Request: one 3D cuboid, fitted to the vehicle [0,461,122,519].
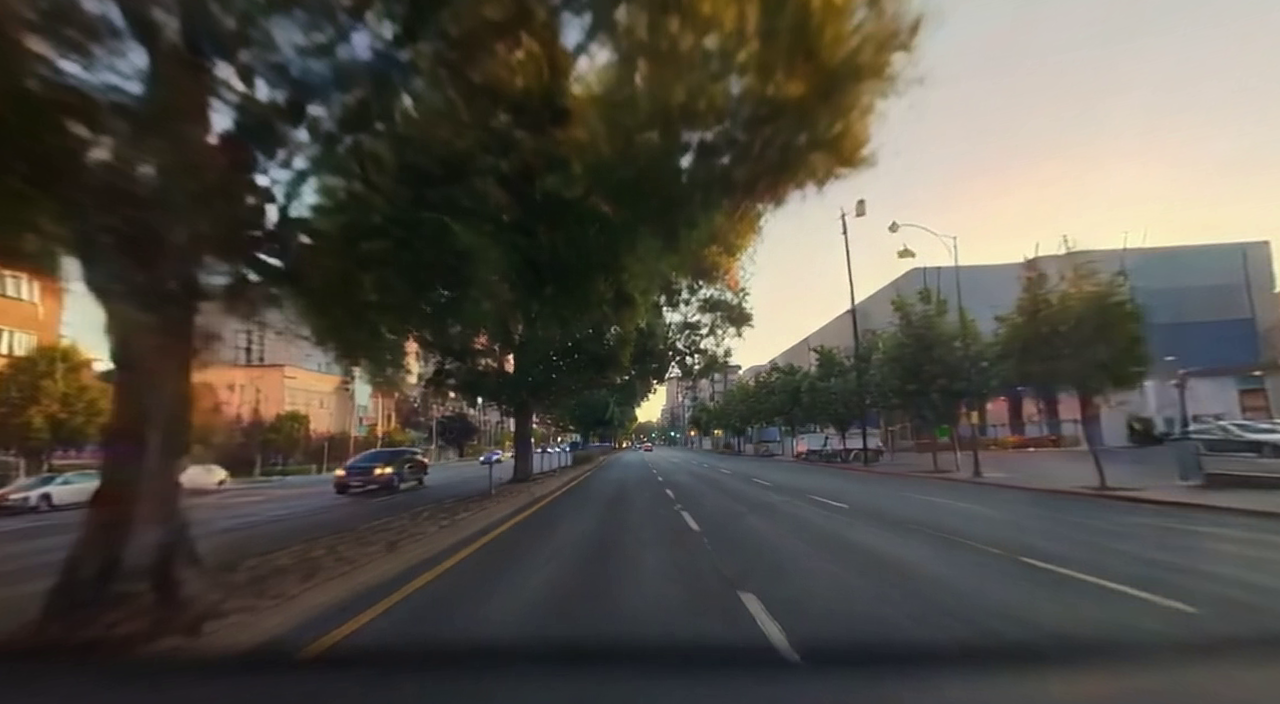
[{"bbox_3d":[-19.938,4.514,21.075,1.815,1.629,4.123,0,-8,-1],"label":"vehicle"}]

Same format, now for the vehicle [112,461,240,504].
[{"bbox_3d":[-19.955,5.607,27.543,1.870,1.486,5.031,-1,-8,-1],"label":"vehicle"}]

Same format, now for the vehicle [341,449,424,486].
[{"bbox_3d":[-11.948,5.363,29.694,1.918,1.546,4.683,0,-8,0],"label":"vehicle"}]
